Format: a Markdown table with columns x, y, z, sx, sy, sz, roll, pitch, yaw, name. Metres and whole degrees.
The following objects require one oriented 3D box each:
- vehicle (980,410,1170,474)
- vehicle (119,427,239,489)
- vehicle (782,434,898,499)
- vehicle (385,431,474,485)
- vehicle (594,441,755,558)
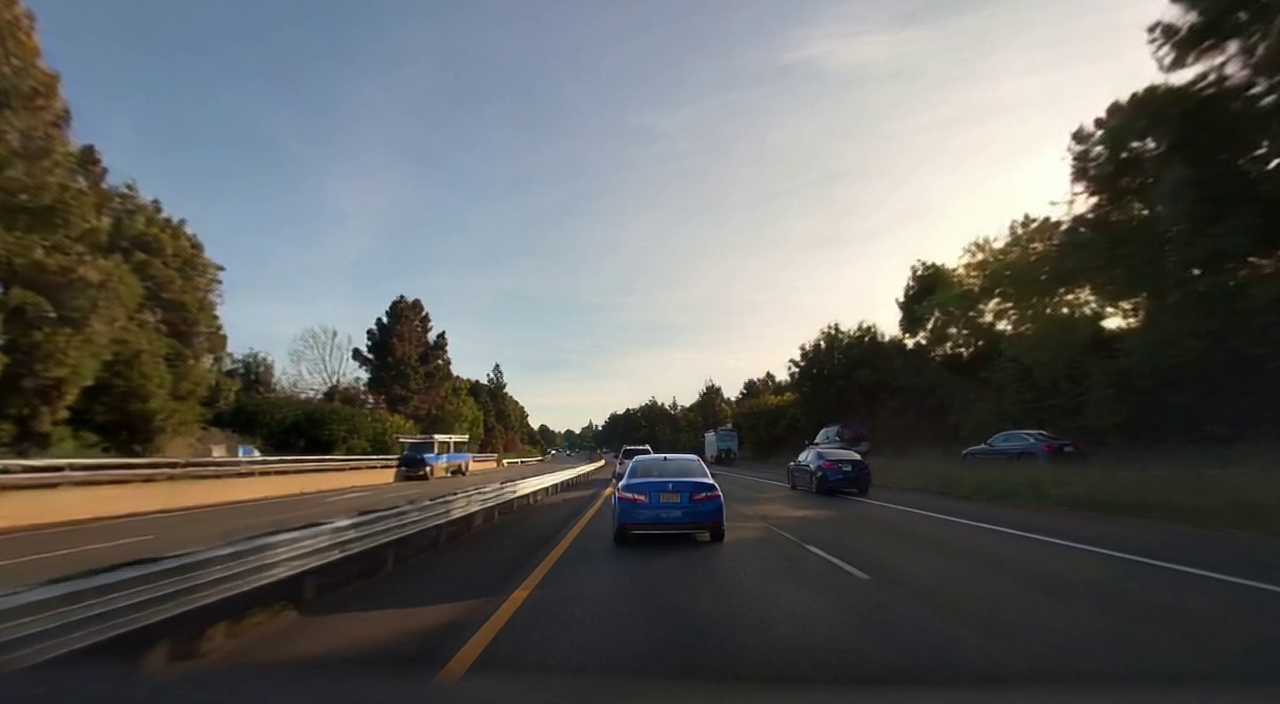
| x | y | z | sx | sy | sz | roll | pitch | yaw | name |
| --- | --- | --- | --- | --- | --- | --- | --- | --- | --- |
| 31.511 | 6.822 | 47.137 | 2.822 | 3.996 | 14.073 | 1 | -9 | -7 | vehicle |
| -33.541 | 7.722 | 46.398 | 2.902 | 3.981 | 7.819 | -3 | -8 | 0 | vehicle |
| 6.262 | 3.658 | 20.400 | 2.177 | 1.827 | 4.565 | 0 | -9 | -1 | vehicle |
| -12.347 | 6.312 | 37.752 | 2.580 | 2.814 | 7.896 | 0 | -9 | 0 | vehicle |
| 0.455 | 2.212 | 10.095 | 2.076 | 1.485 | 3.774 | 0 | -9 | 0 | vehicle |
